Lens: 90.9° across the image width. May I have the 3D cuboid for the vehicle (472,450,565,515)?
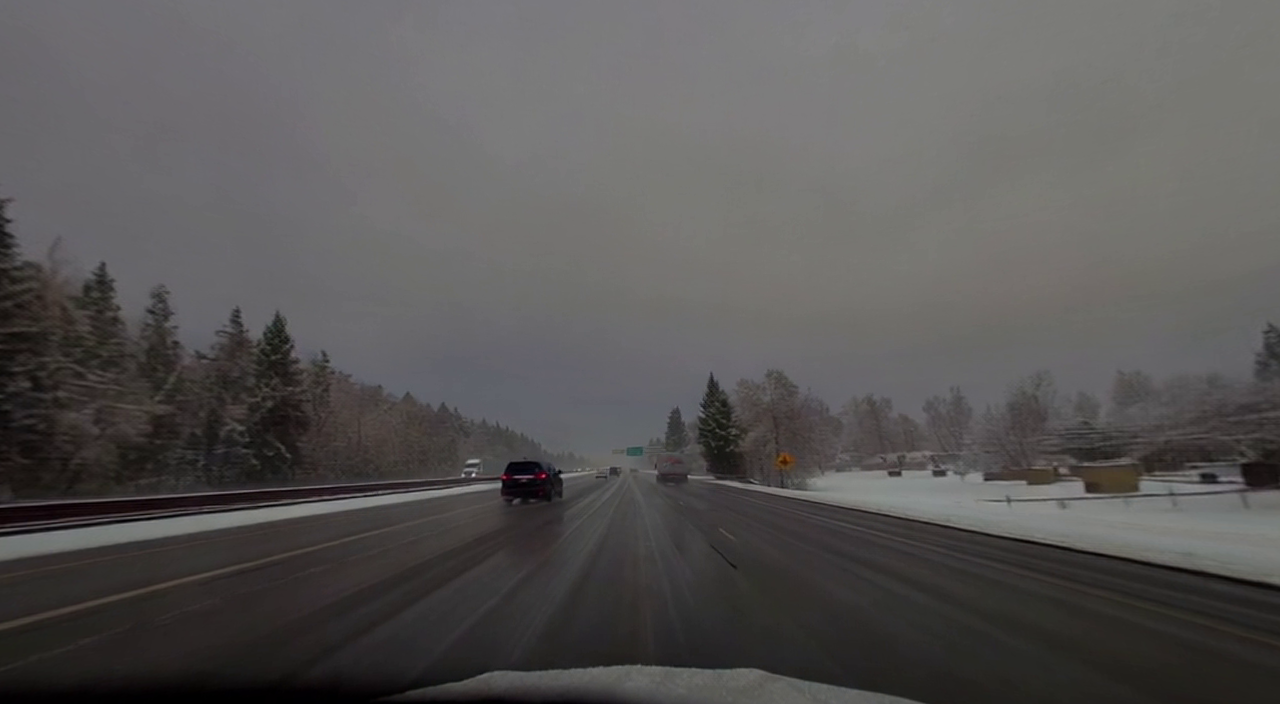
[{"bbox_3d":[-3.816,4.237,20.713,2.036,1.835,4.888,1,-10,0],"label":"vehicle"}]
